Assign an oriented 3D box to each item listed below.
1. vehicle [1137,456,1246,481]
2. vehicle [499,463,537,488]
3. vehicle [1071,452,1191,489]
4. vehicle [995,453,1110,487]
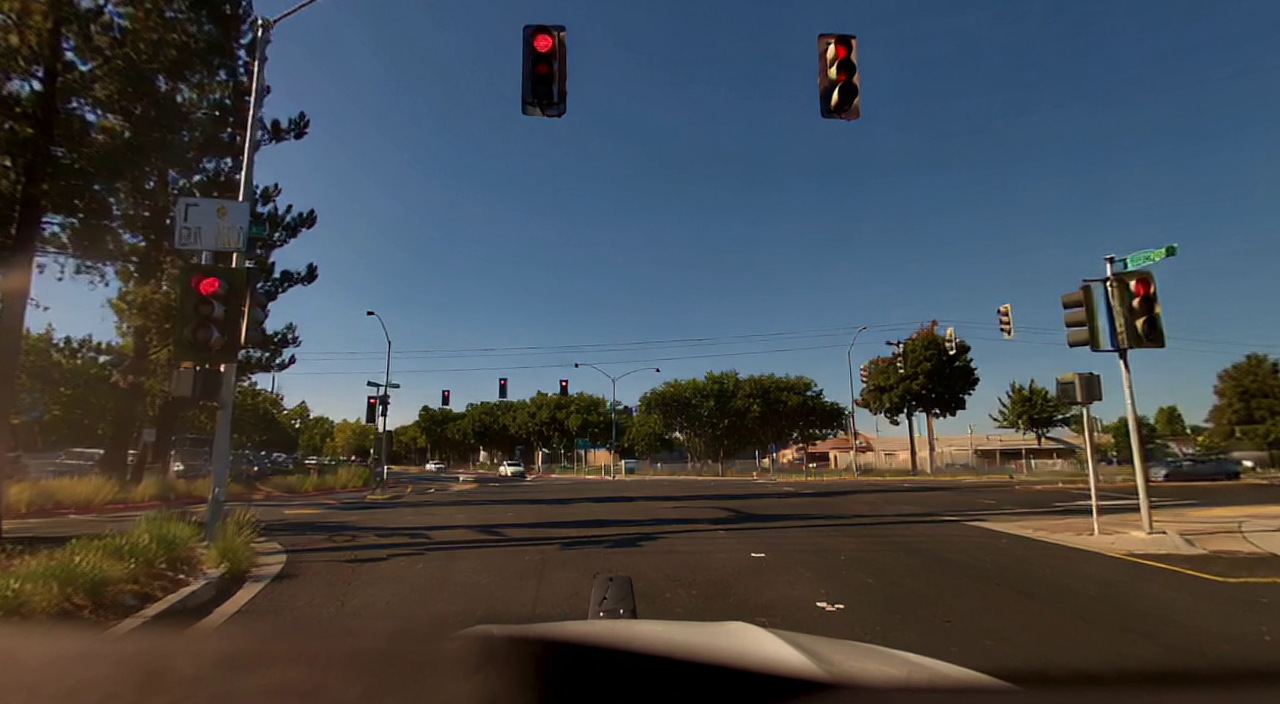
[{"bbox_3d":[33.505,7.104,38.410,4.555,1.474,1.914,-1,-11,8],"label":"vehicle"},{"bbox_3d":[-9.033,9.201,46.941,2.045,1.608,3.709,0,-8,1],"label":"vehicle"},{"bbox_3d":[22.672,5.465,29.189,3.998,1.590,1.936,1,-11,-6],"label":"vehicle"},{"bbox_3d":[21.171,6.112,32.466,4.455,1.647,2.124,1,-12,-6],"label":"vehicle"}]
